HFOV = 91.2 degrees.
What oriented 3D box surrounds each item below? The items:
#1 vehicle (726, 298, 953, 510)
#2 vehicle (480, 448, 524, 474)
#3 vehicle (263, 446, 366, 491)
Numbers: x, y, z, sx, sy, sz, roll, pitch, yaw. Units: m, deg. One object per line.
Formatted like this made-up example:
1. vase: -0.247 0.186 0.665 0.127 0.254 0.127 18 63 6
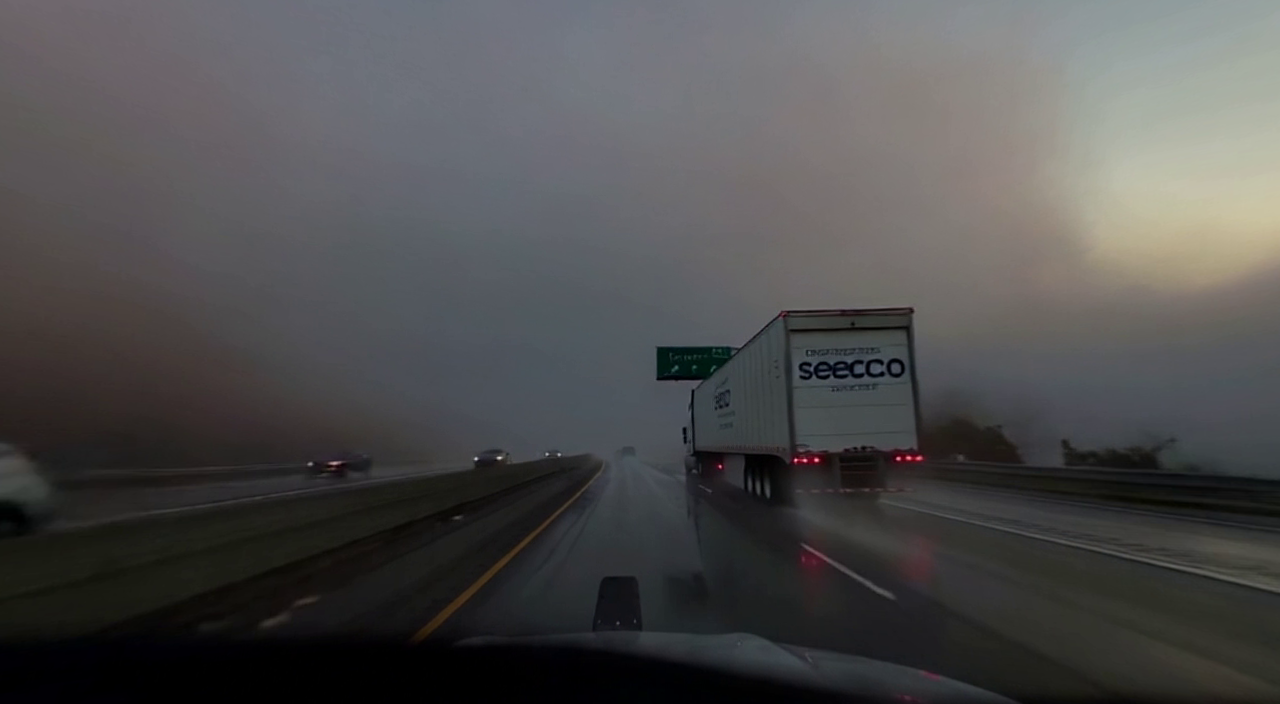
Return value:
1. vehicle: 4.229 1.545 15.816 2.892 3.928 8.380 -1 -9 0
2. vehicle: -9.137 7.219 41.737 1.978 1.570 4.487 0 -9 -1
3. vehicle: -13.806 4.922 26.950 2.038 1.718 4.474 0 -9 -1
